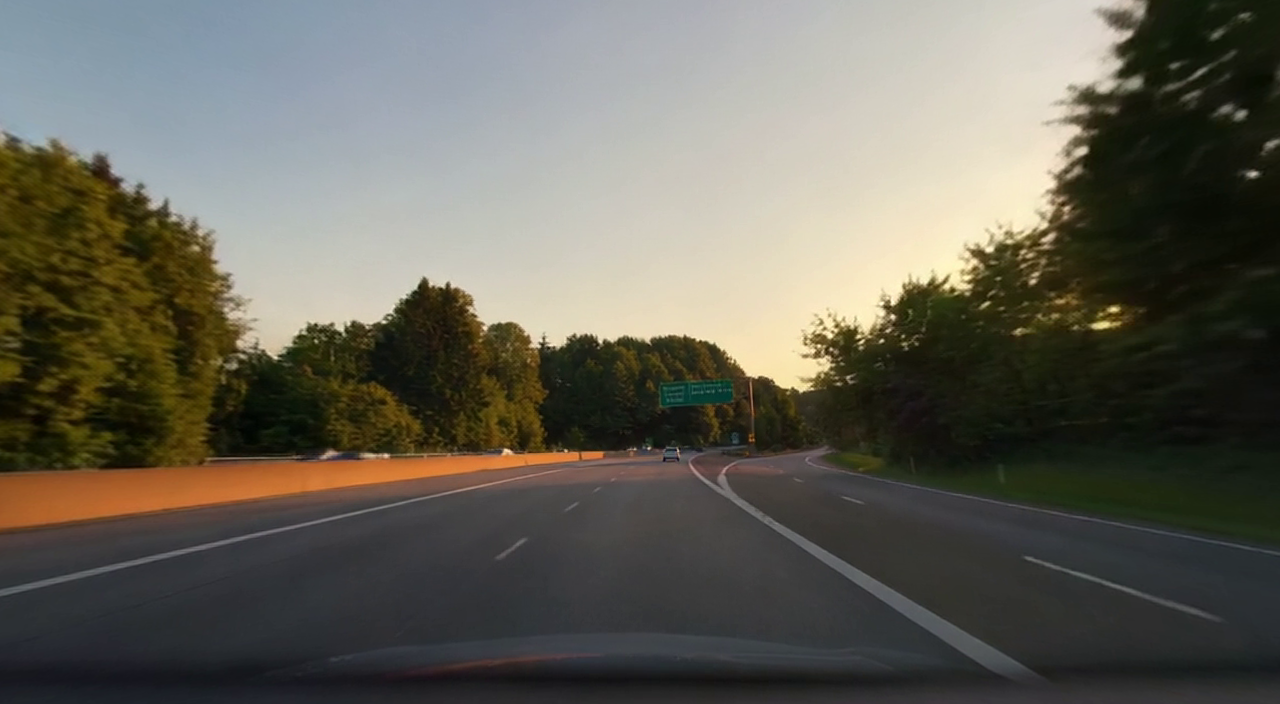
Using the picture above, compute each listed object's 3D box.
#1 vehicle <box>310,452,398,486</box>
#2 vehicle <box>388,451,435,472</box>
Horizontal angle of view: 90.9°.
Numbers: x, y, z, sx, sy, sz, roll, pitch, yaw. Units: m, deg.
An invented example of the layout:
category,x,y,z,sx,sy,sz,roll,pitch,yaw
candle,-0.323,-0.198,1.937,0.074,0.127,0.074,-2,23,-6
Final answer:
category,x,y,z,sx,sy,sz,roll,pitch,yaw
vehicle,-13.687,5.579,30.476,1.875,1.487,4.806,0,-9,2
vehicle,-17.230,8.247,47.683,1.993,1.503,3.964,0,-9,2
